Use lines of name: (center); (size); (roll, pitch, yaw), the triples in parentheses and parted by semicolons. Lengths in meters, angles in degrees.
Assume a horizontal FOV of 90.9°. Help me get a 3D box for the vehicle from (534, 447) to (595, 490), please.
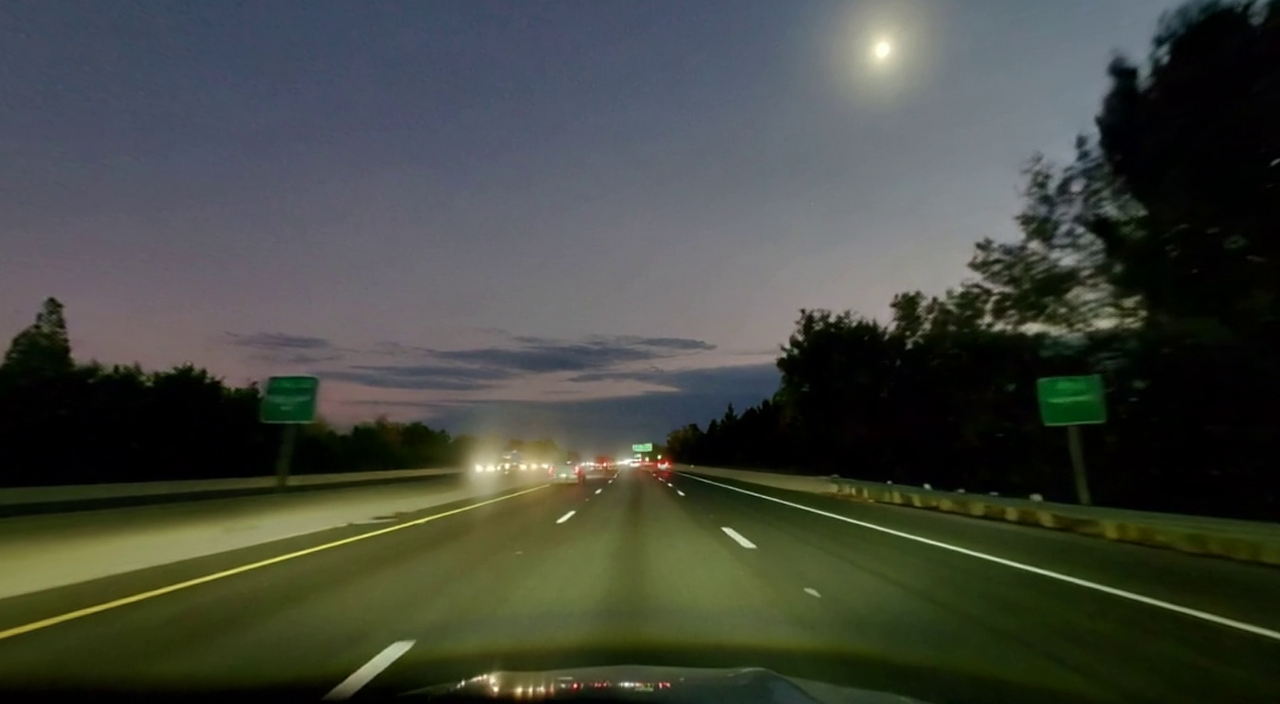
vehicle: (-3.571, 5.695, 30.736); (2.390, 1.879, 4.423); (1, -10, 1)
